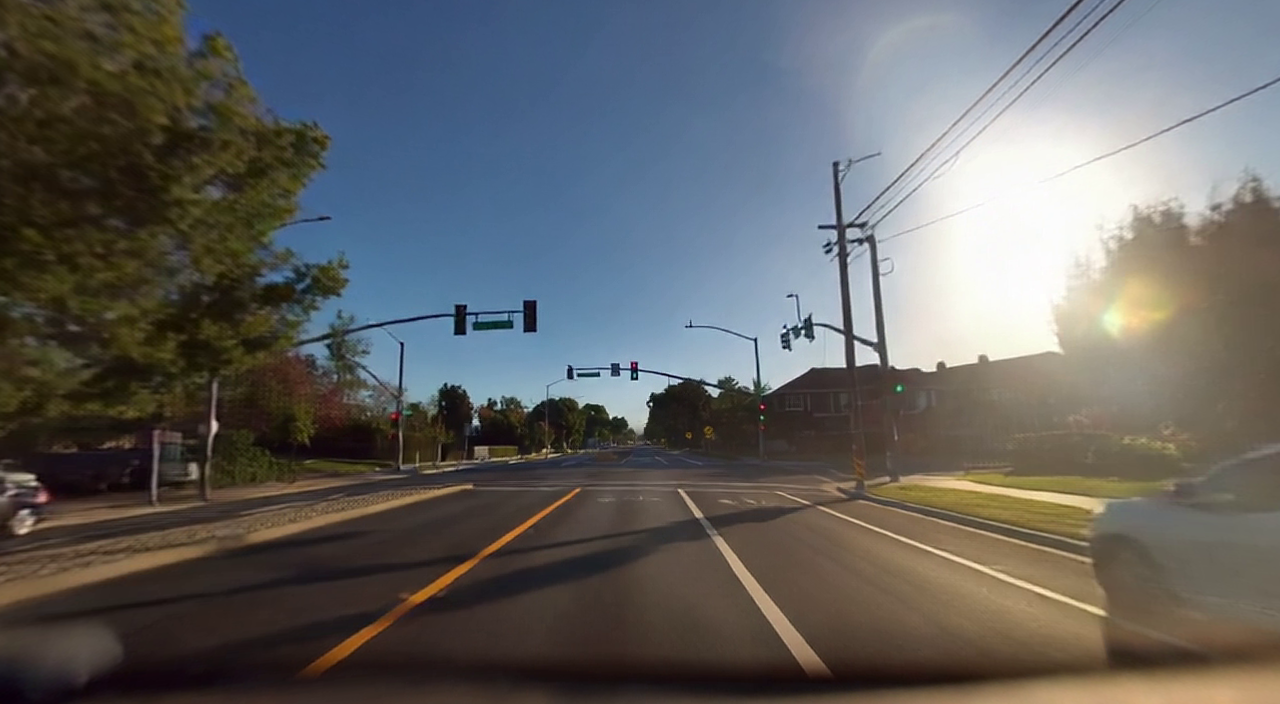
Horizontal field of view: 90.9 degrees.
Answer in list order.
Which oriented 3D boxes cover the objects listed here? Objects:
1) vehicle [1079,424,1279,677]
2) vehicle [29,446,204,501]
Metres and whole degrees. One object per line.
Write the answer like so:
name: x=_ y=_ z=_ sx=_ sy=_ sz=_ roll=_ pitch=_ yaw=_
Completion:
vehicle: x=4.839 y=1.141 z=3.352 sx=1.915 sy=1.521 sz=4.375 roll=0 pitch=-8 yaw=1
vehicle: x=-20.720 y=4.792 z=25.130 sx=5.039 sy=2.037 sz=2.093 roll=-1 pitch=-8 yaw=1
